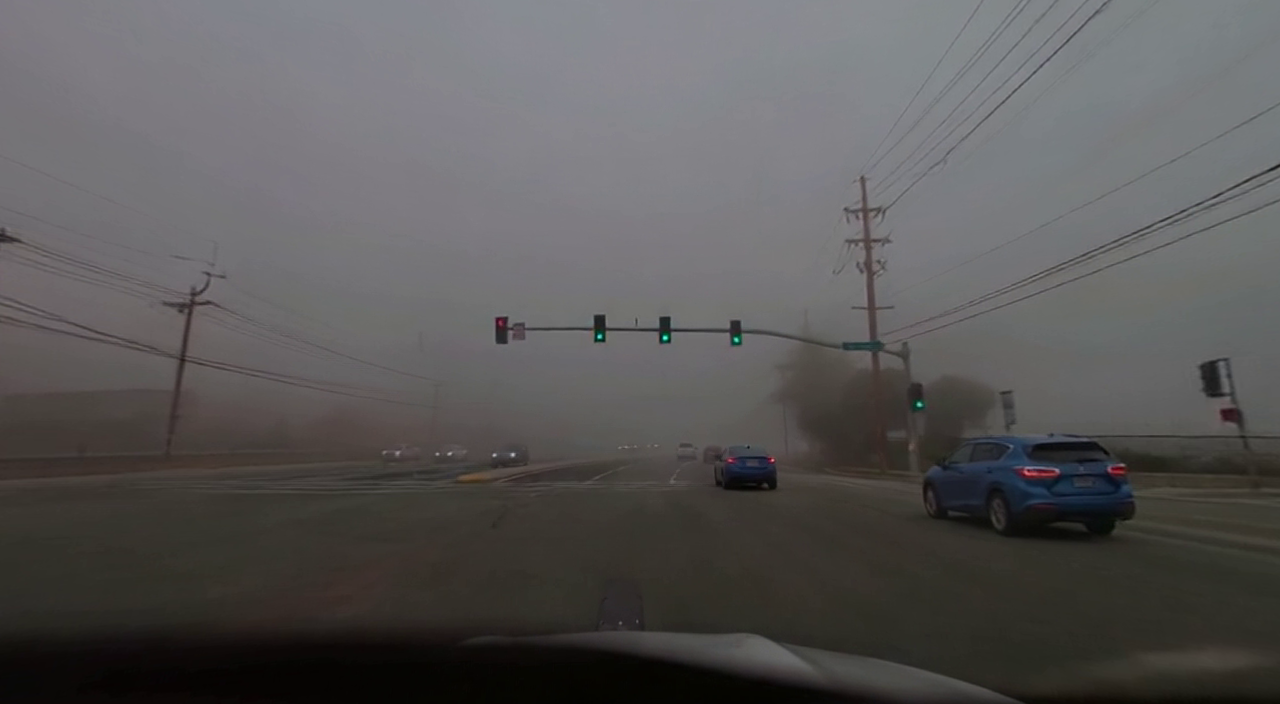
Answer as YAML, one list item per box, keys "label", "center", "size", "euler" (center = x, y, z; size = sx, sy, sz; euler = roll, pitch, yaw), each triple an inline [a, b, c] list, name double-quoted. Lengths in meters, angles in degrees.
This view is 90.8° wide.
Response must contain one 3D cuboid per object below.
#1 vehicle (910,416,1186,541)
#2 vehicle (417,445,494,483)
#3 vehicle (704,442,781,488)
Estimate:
- label: "vehicle"
  center: [6.896, 2.167, 11.448]
  size: [2.029, 1.795, 4.371]
  euler: [0, -8, 0]
- label: "vehicle"
  center: [-8.342, 5.065, 29.092]
  size: [1.933, 1.502, 4.946]
  euler: [0, -8, 2]
- label: "vehicle"
  center: [3.473, 3.926, 22.319]
  size: [2.035, 1.460, 4.392]
  euler: [0, -8, 1]
